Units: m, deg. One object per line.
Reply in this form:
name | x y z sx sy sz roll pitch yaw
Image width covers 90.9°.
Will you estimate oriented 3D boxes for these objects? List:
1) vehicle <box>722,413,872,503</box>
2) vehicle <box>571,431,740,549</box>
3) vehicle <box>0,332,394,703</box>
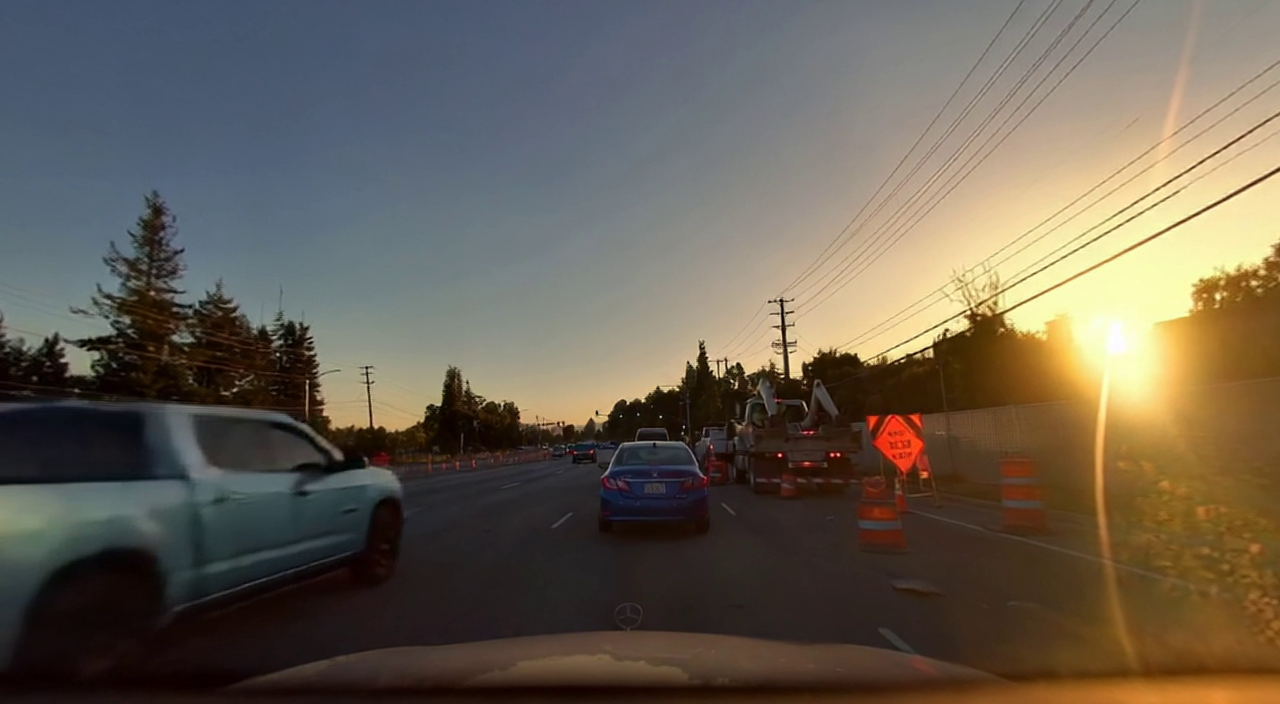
vehicle | 3.982 2.876 17.497 2.555 2.017 6.201 0 -8 0
vehicle | 0.212 2.062 10.152 2.128 1.473 4.272 0 -8 1
vehicle | -3.300 1.010 3.669 1.989 1.729 4.184 0 -8 0
